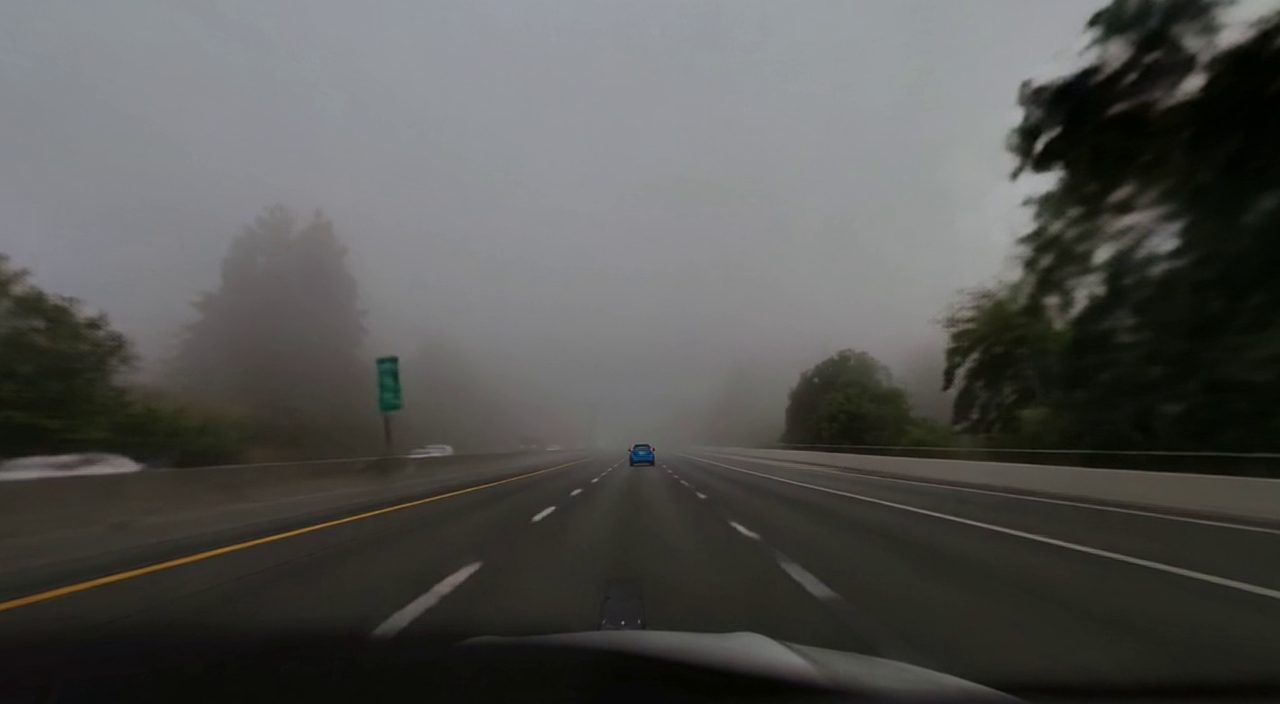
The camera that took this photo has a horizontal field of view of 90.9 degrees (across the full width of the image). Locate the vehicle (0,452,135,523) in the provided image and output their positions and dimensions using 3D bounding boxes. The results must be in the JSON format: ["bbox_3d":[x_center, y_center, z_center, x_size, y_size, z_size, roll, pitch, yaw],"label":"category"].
[{"bbox_3d":[-15.323,3.340,15.864,1.898,1.564,3.965,-1,-9,0],"label":"vehicle"}]

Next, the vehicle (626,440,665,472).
[{"bbox_3d":[0.335,6.426,39.046,2.247,1.825,4.036,-1,-9,0],"label":"vehicle"}]
